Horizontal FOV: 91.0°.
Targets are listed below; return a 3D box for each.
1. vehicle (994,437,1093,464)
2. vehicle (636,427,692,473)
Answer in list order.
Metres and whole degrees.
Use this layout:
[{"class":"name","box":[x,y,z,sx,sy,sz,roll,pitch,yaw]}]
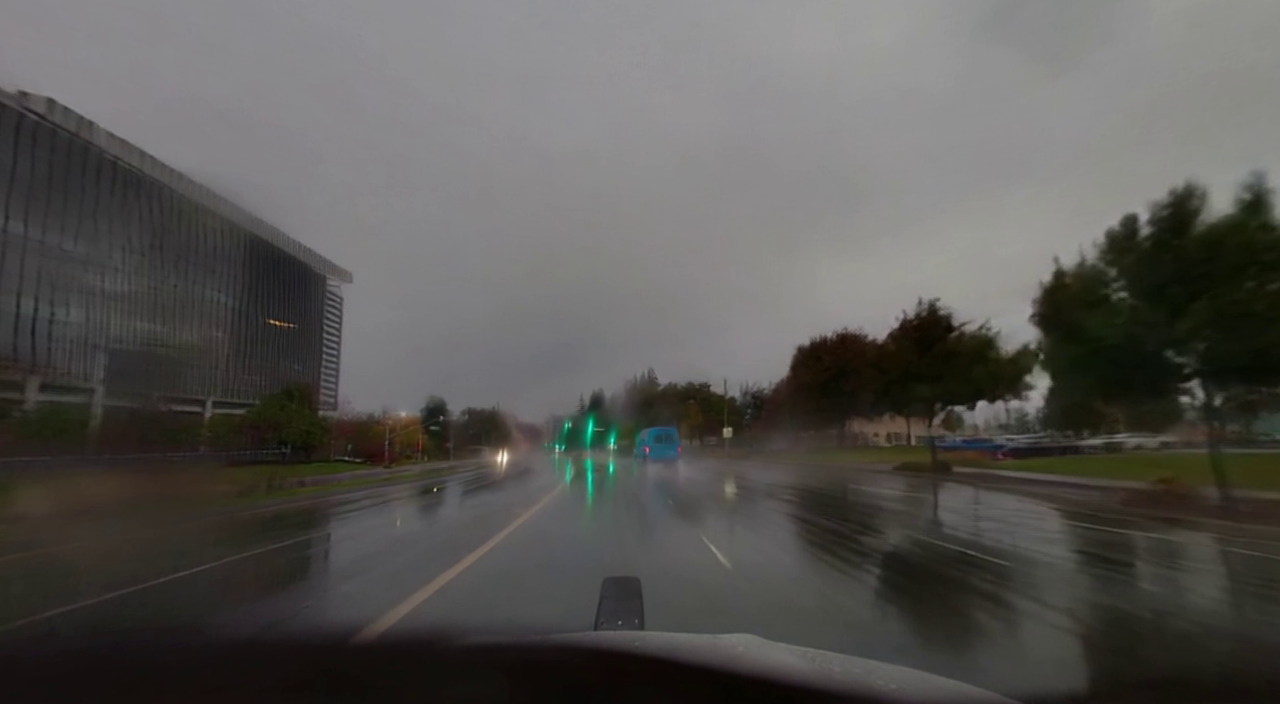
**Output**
[{"class":"vehicle","box":[23.045,5.622,36.058,4.271,1.470,1.940,-1,-8,1]},{"class":"vehicle","box":[1.178,5.186,33.421,2.339,2.244,4.817,1,-8,-6]}]
